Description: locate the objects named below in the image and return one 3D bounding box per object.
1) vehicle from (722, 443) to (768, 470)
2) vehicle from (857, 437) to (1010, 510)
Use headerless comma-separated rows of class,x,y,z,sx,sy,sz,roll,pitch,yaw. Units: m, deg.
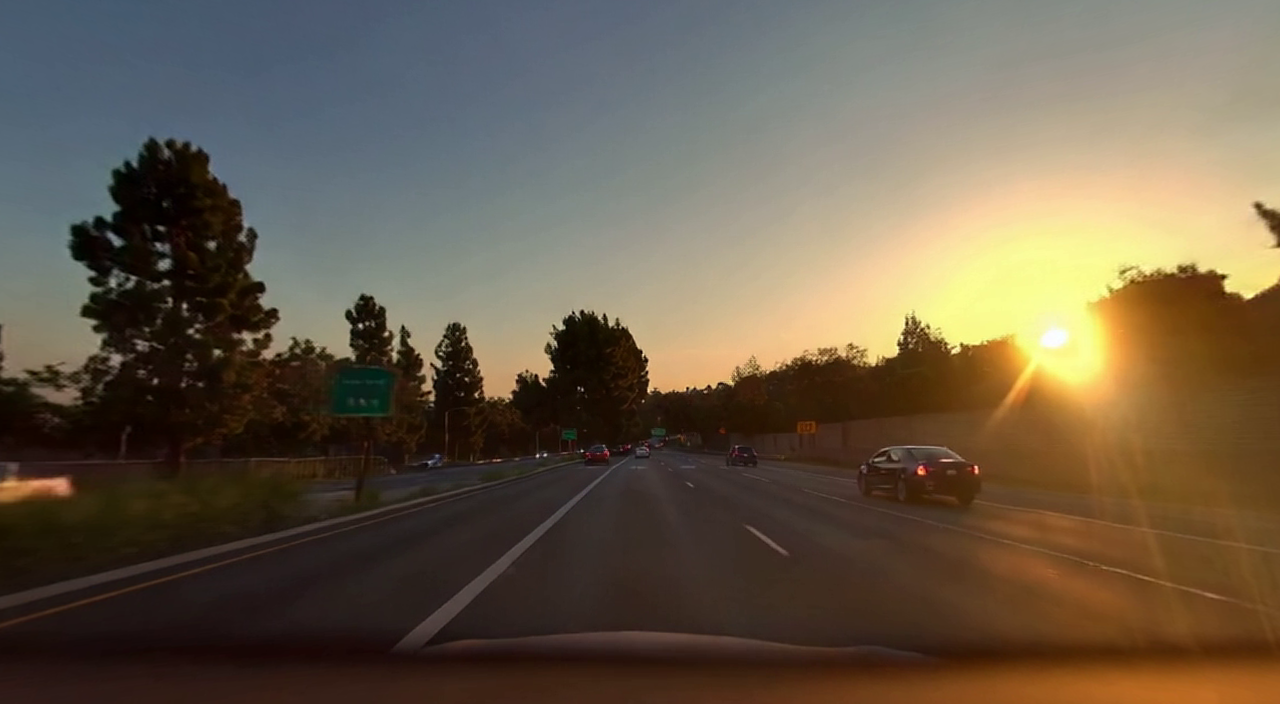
vehicle,6.597,6.579,40.149,1.987,1.597,4.463,0,-8,-2
vehicle,6.850,2.852,15.246,1.838,1.518,3.713,0,-8,-1
